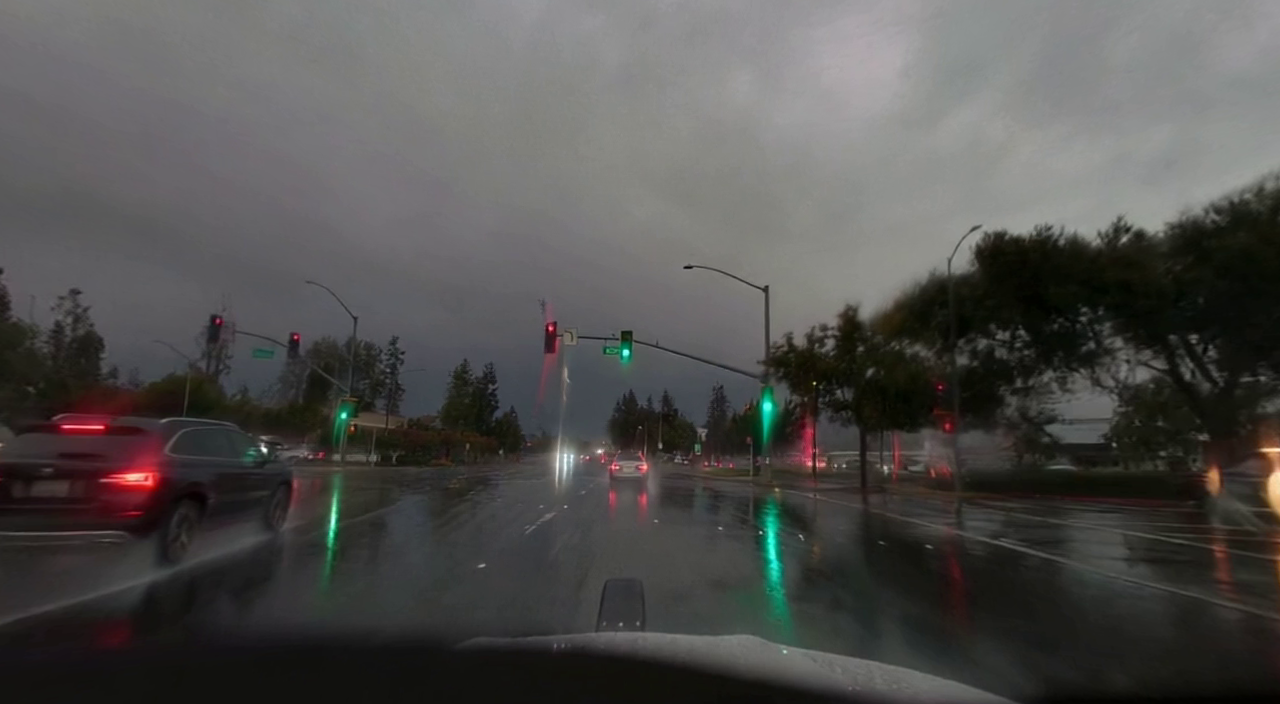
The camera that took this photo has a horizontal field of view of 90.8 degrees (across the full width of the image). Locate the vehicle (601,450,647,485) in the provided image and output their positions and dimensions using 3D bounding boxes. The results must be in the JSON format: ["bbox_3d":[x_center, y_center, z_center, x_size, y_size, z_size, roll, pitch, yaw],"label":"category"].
[{"bbox_3d":[-0.730,5.164,28.573,1.917,1.418,3.987,1,-8,-2],"label":"vehicle"}]

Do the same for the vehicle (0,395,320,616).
[{"bbox_3d":[-5.319,1.499,7.097,1.909,1.704,4.307,2,-9,-12],"label":"vehicle"}]
